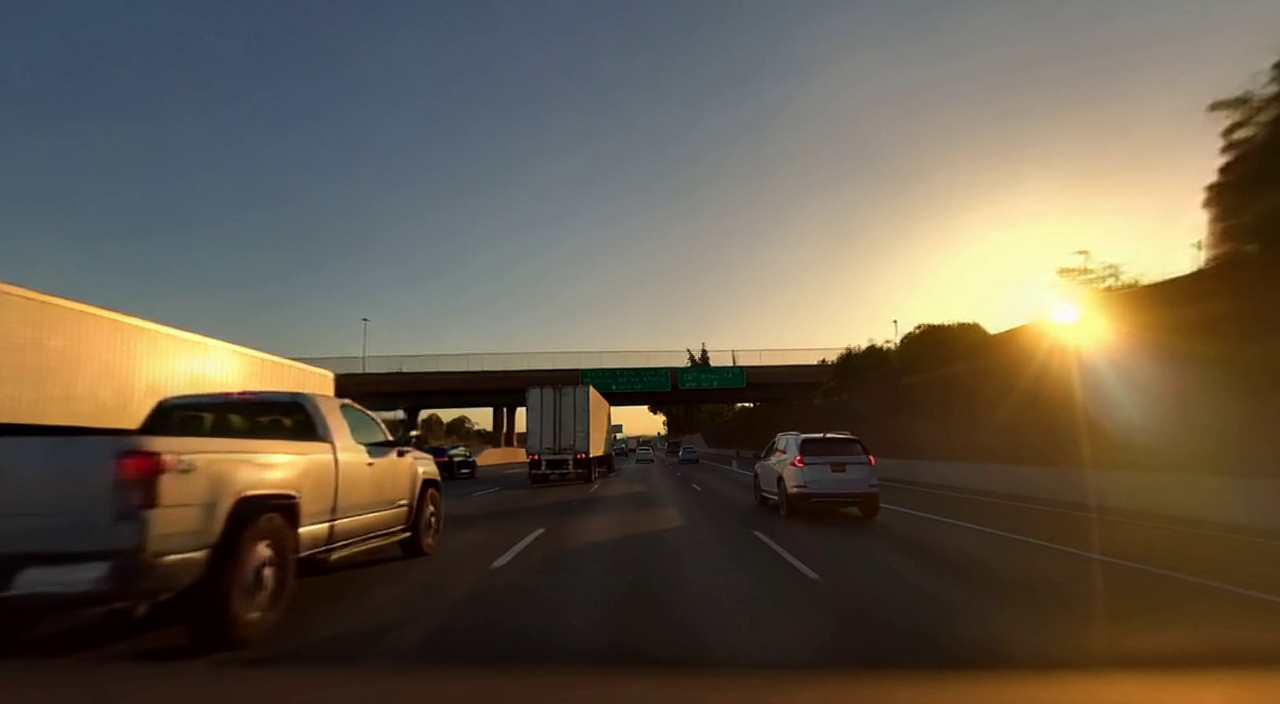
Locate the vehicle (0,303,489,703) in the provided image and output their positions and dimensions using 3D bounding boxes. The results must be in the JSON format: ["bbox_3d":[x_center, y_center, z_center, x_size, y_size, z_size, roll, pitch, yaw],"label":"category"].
[{"bbox_3d":[-3.570,1.275,5.865,2.645,2.023,6.491,0,-9,1],"label":"vehicle"}]

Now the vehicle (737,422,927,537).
[{"bbox_3d":[3.149,2.194,11.459,2.028,1.658,4.334,0,-9,-1],"label":"vehicle"}]

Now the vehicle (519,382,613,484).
[{"bbox_3d":[-3.325,4.420,33.343,2.869,4.108,15.564,0,-9,1],"label":"vehicle"}]
